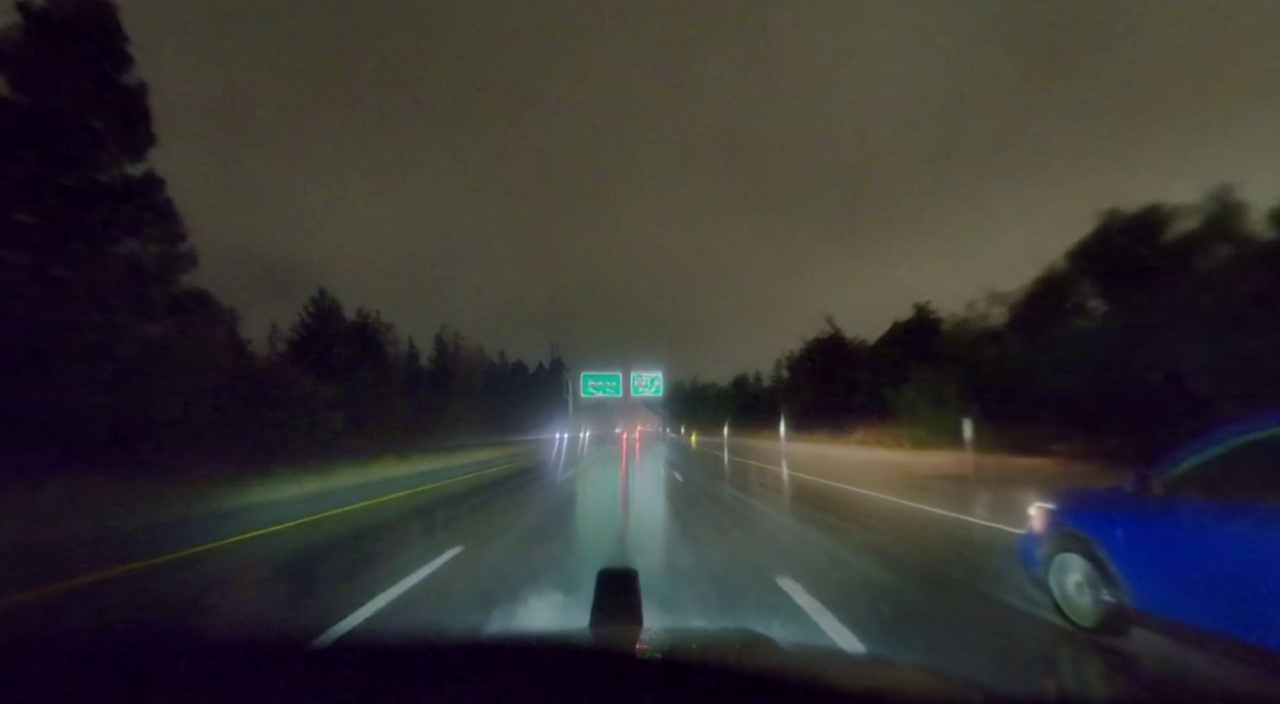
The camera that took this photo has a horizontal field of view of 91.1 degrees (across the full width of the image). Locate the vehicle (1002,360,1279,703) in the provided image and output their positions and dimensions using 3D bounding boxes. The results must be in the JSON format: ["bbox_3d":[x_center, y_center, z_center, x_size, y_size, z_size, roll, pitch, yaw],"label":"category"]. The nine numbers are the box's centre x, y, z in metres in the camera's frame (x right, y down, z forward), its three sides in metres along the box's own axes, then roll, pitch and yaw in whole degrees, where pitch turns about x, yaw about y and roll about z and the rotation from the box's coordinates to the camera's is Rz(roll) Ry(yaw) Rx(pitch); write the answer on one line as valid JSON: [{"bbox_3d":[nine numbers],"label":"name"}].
[{"bbox_3d":[3.476,0.793,2.239,1.973,1.563,3.959,0,-8,0],"label":"vehicle"}]
